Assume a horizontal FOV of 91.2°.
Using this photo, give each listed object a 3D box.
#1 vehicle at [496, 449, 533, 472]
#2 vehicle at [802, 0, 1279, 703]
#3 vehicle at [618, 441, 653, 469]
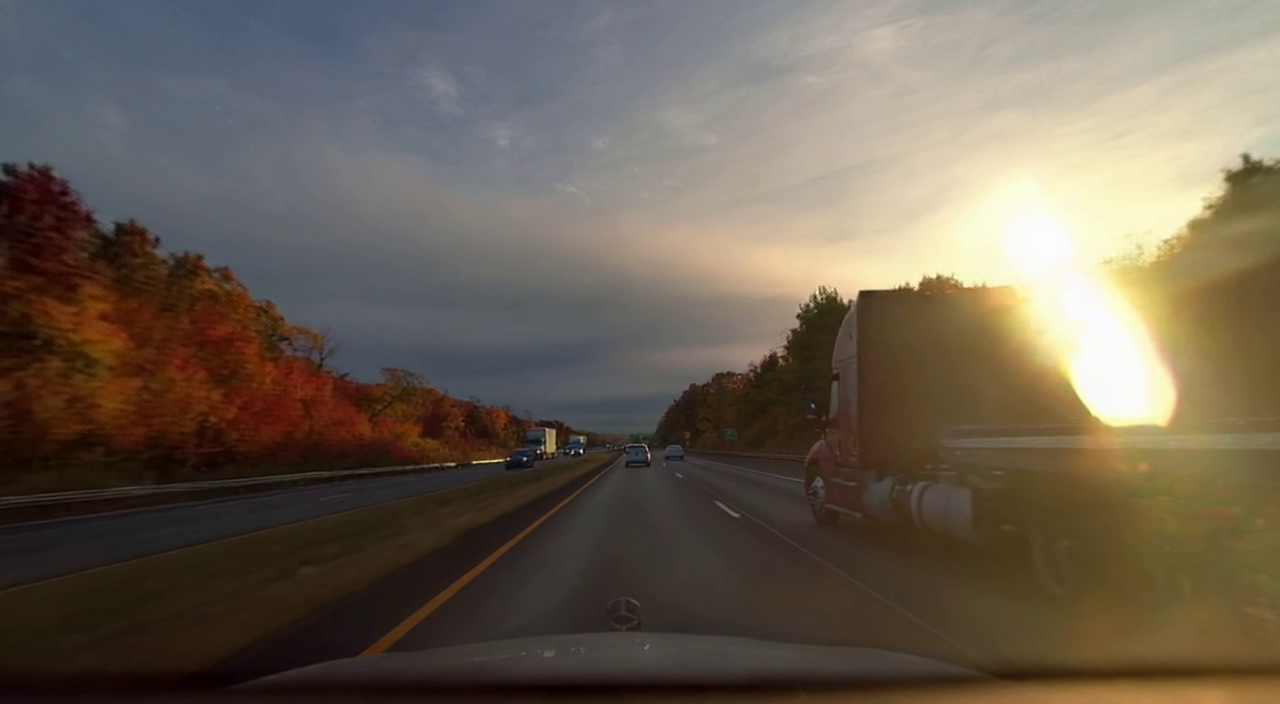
[{"bbox_3d":[-9.172,7.945,46.095,1.941,1.521,4.082,0,-9,0],"label":"vehicle"},{"bbox_3d":[4.297,-0.256,3.237,3.068,4.042,13.787,0,-9,-1],"label":"vehicle"},{"bbox_3d":[-0.351,6.738,41.284,2.151,1.693,4.201,0,-9,-2],"label":"vehicle"}]
